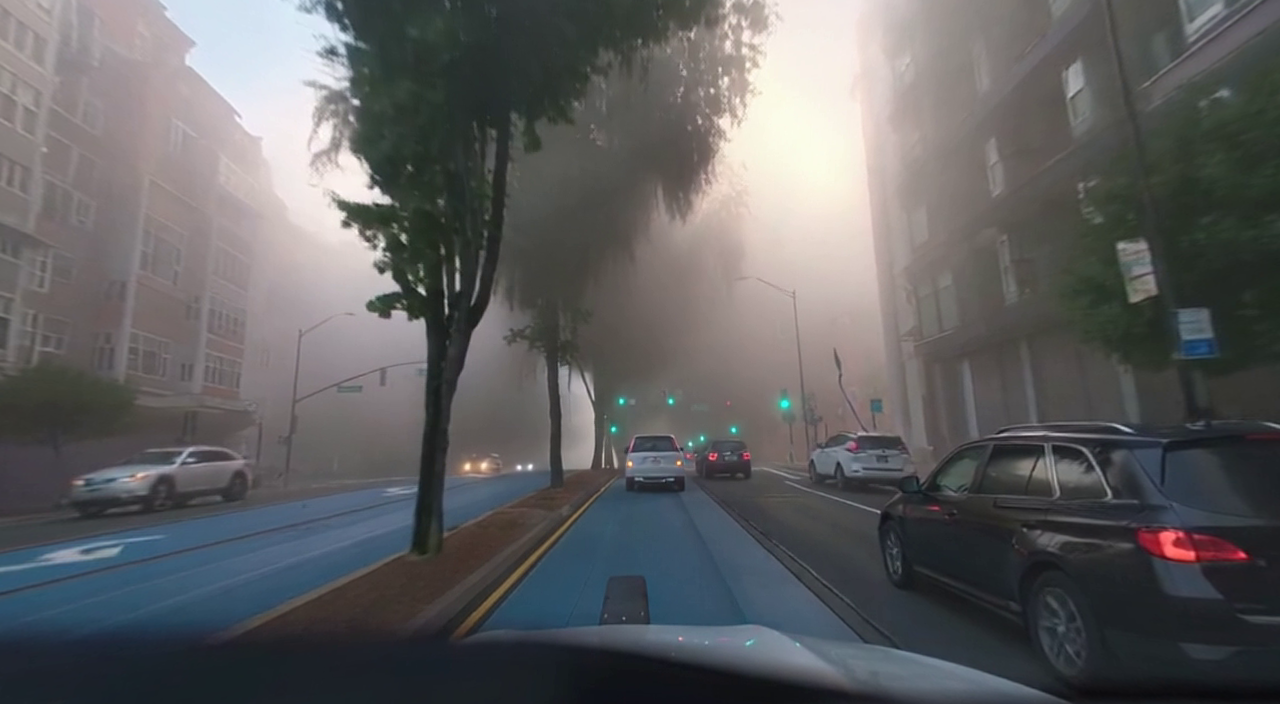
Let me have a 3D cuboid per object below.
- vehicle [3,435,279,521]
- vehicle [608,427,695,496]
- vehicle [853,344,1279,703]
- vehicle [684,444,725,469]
[{"bbox_3d":[-14.093,3.568,18.712,2.640,2.054,6.504,-1,-9,3],"label":"vehicle"},{"bbox_3d":[0.304,3.115,18.233,2.209,1.748,4.130,0,-9,0],"label":"vehicle"},{"bbox_3d":[3.209,1.132,4.533,1.939,1.746,4.091,0,-9,1],"label":"vehicle"},{"bbox_3d":[3.891,6.409,38.896,2.045,1.465,4.355,0,-9,0],"label":"vehicle"}]
